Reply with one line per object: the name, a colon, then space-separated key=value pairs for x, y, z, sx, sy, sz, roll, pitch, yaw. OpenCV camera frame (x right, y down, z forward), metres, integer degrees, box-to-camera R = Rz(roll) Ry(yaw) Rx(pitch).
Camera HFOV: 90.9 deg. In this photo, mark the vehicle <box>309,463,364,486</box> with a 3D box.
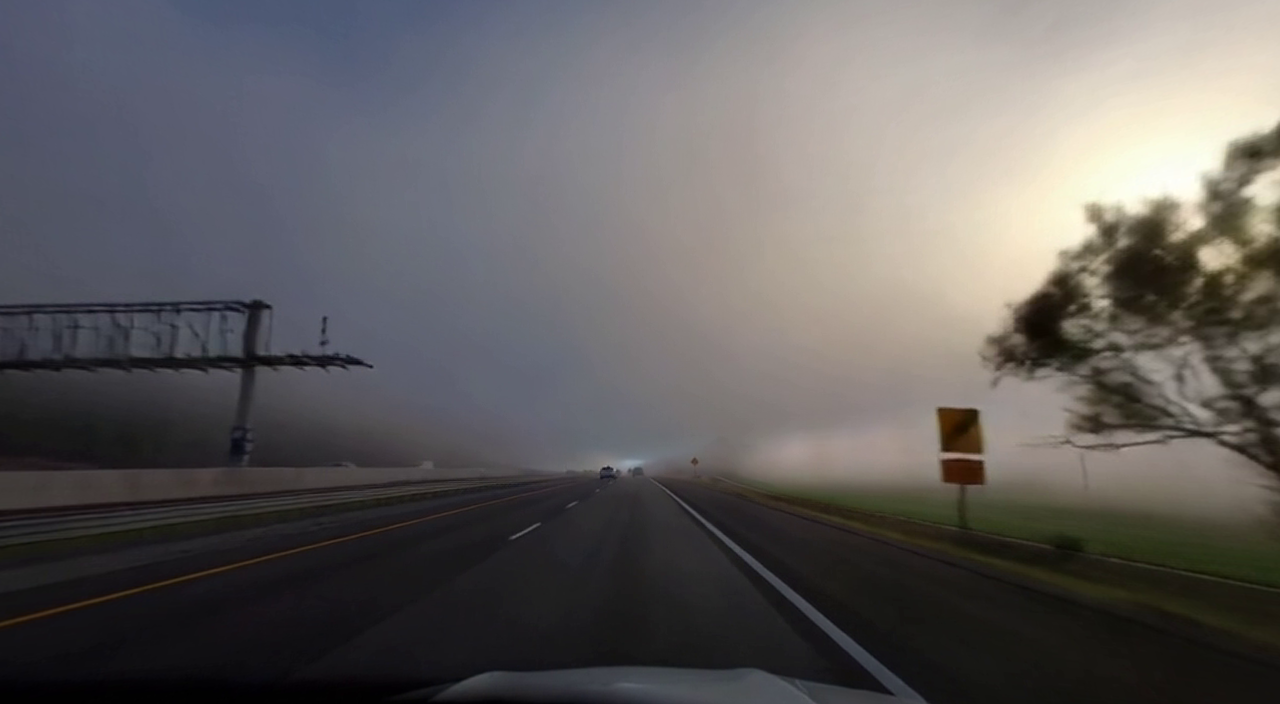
vehicle: x=-23.193 y=9.372 z=48.297 sx=1.916 sy=1.576 sz=4.365 roll=1 pitch=-10 yaw=1
